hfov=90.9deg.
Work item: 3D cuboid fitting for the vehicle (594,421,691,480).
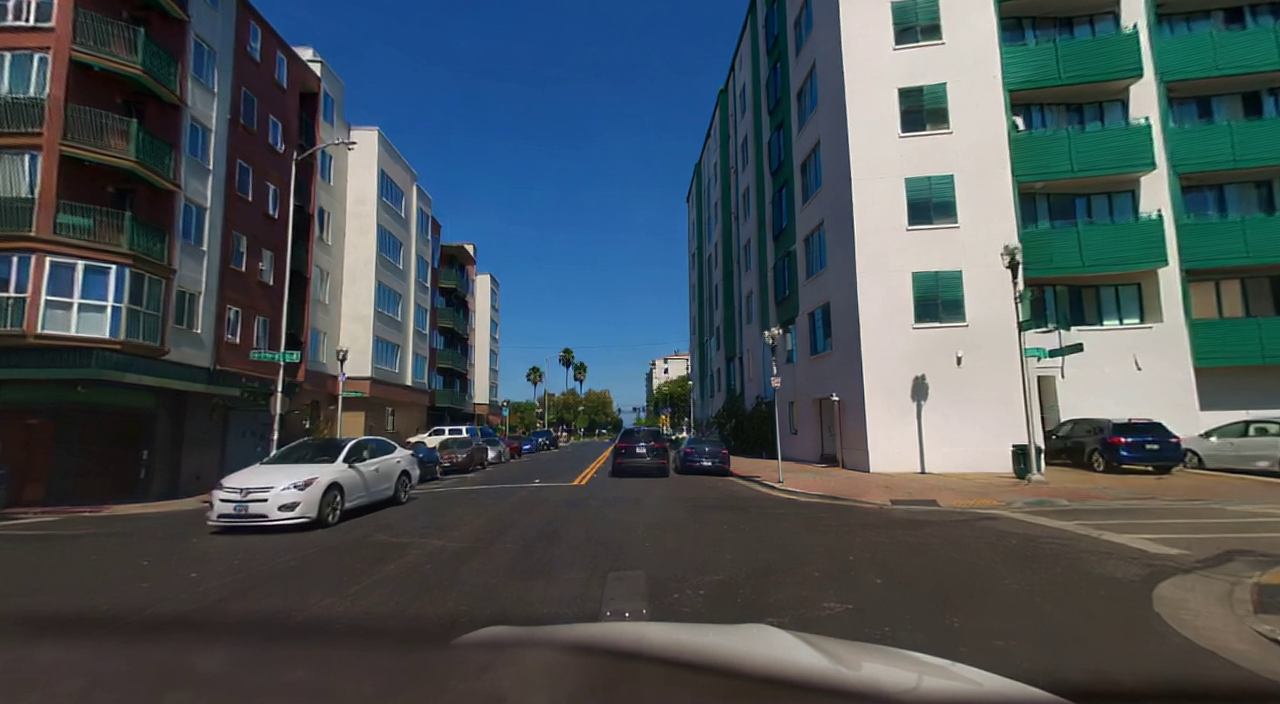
[{"bbox_3d":[-0.063,3.440,22.163,2.412,1.834,4.636,2,-9,-13],"label":"vehicle"}]

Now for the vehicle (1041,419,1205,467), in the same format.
[{"bbox_3d":[15.317,2.916,20.146,3.752,1.453,1.709,0,-9,2],"label":"vehicle"}]

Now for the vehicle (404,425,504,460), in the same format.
[{"bbox_3d":[-11.443,5.591,38.871,5.540,1.950,2.113,4,-12,-28],"label":"vehicle"}]

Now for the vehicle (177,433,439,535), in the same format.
[{"bbox_3d":[-5.638,2.301,11.736,2.226,1.465,5.034,0,-8,-1],"label":"vehicle"}]

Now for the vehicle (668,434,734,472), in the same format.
[{"bbox_3d":[2.476,4.281,26.892,2.290,1.456,4.503,0,-8,-1],"label":"vehicle"}]
